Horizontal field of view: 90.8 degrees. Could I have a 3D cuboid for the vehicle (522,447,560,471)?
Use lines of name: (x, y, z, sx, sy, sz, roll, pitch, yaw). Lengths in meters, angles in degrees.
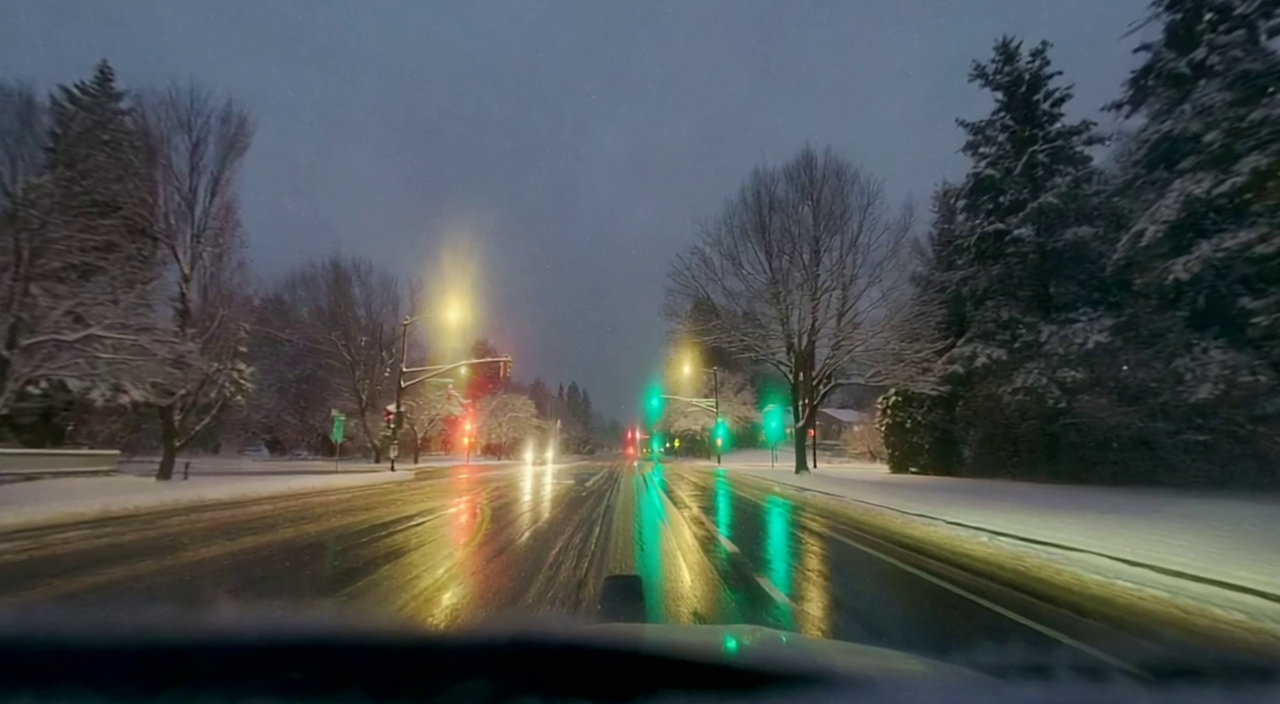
vehicle: (-7.519, 8.204, 48.525, 2.091, 1.727, 4.413, 0, -9, 1)
